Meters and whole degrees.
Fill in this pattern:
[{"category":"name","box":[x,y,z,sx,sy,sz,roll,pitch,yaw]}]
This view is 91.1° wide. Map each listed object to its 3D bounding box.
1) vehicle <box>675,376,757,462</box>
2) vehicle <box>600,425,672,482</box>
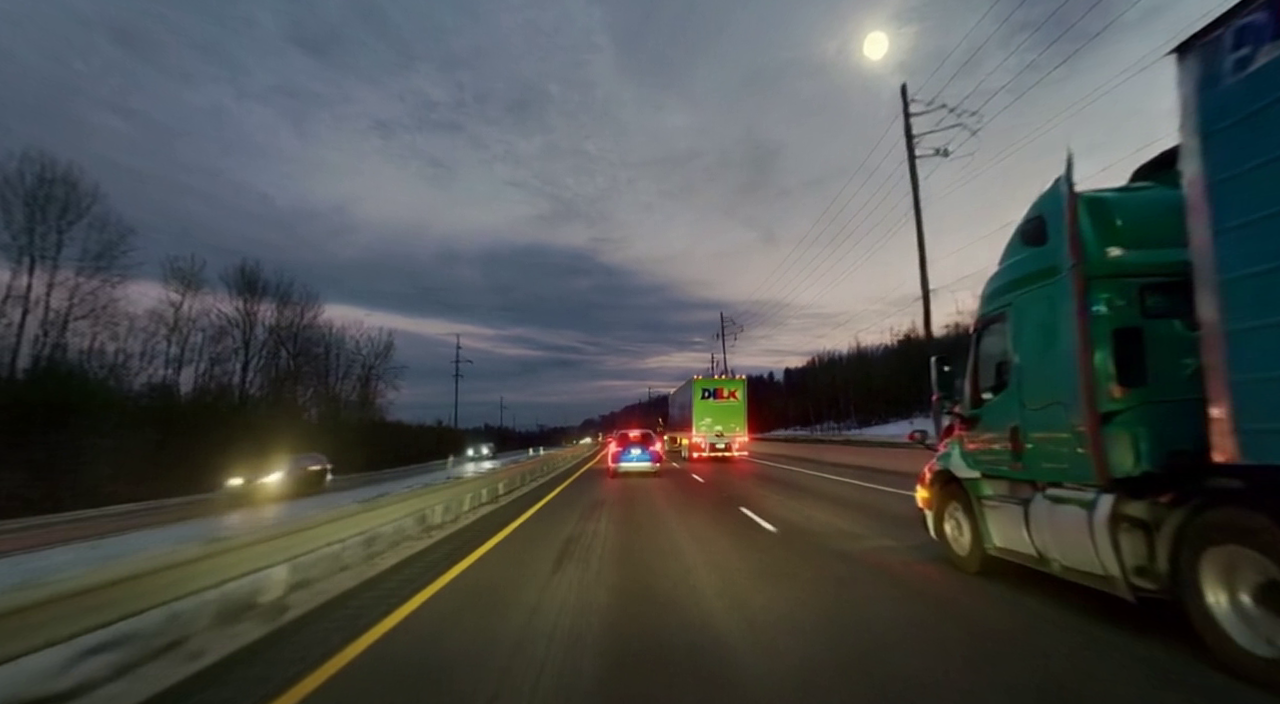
[{"category":"vehicle","box":[3.639,3.590,32.700,2.835,3.872,8.916,0,-8,-2]},{"category":"vehicle","box":[-0.187,3.151,19.833,2.062,1.581,3.914,0,-8,-2]}]
